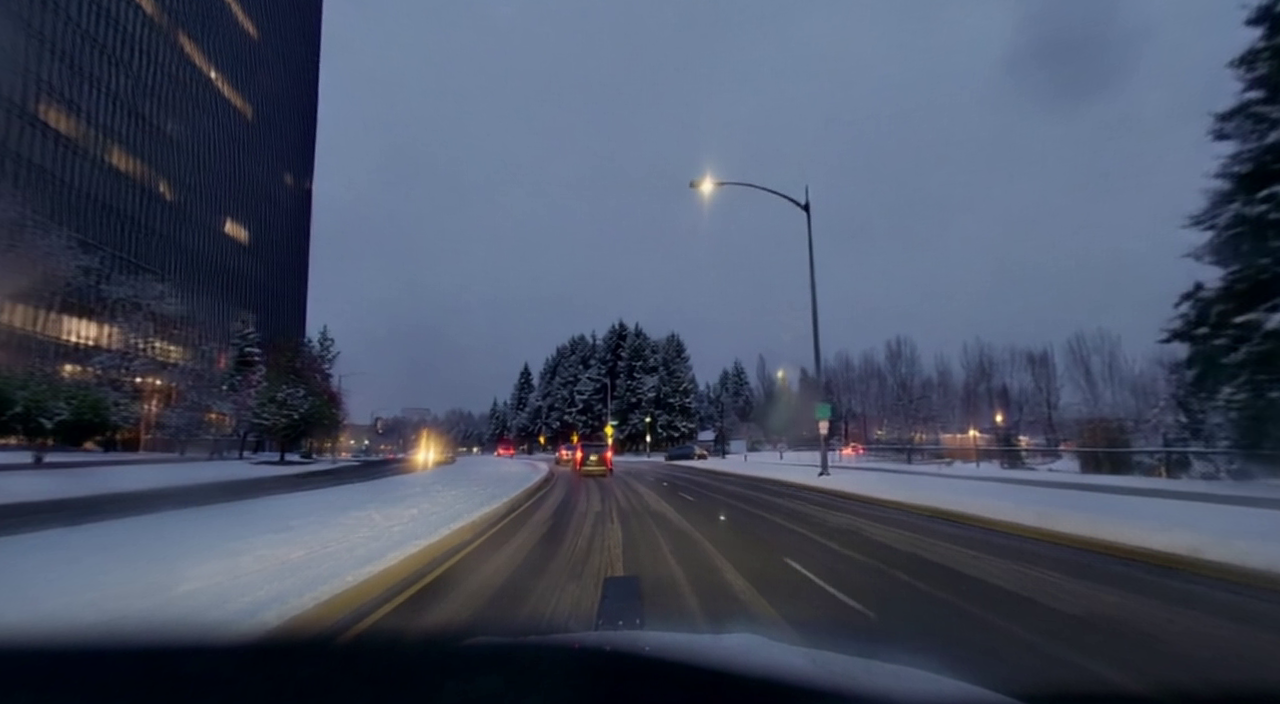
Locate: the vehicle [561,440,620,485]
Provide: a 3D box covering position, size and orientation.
[{"bbox_3d":[-2.021,4.493,25.853,2.183,1.675,4.319,1,-9,-4],"label":"vehicle"}]
